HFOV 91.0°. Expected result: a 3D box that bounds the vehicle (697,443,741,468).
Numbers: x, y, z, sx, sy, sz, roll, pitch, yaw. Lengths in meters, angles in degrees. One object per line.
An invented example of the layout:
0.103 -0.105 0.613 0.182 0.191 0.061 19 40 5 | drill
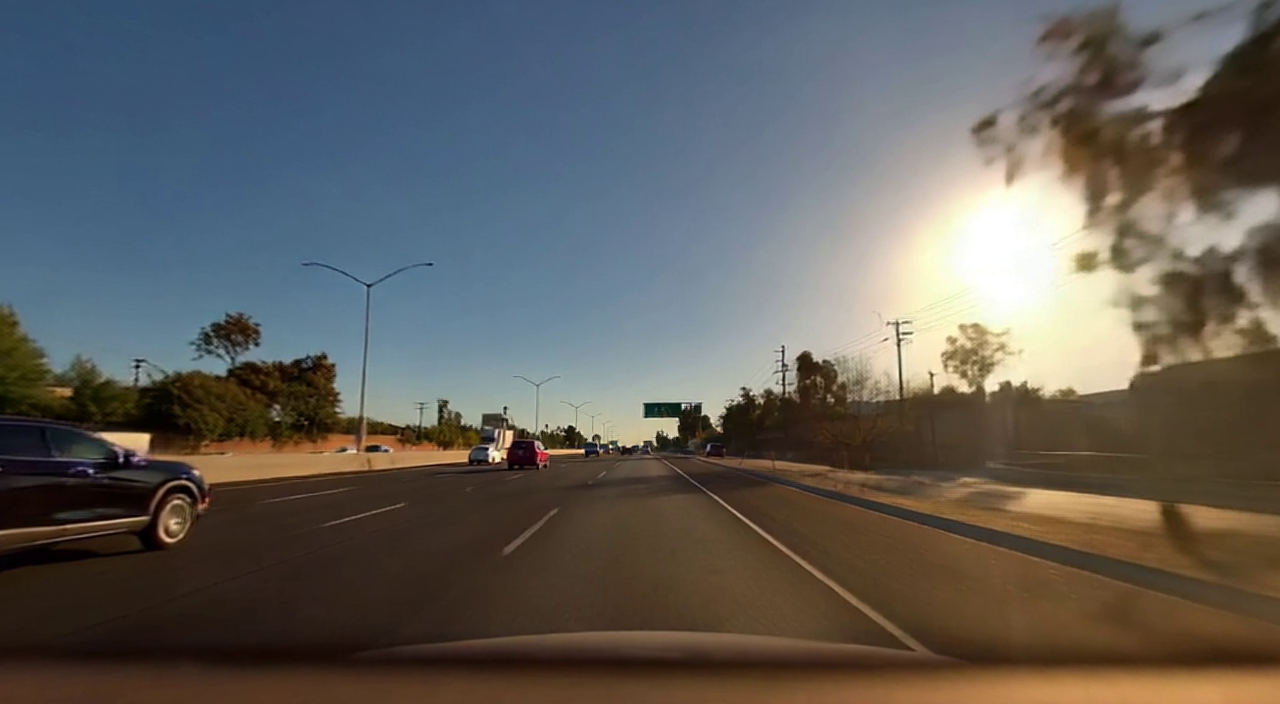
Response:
5.096 6.726 41.107 2.251 1.520 4.550 1 -9 0 | vehicle

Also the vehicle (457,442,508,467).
-9.953 6.503 40.095 2.042 1.485 4.395 1 -9 1 | vehicle

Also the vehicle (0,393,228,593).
-6.521 1.285 5.977 2.058 1.698 4.567 1 -9 0 | vehicle

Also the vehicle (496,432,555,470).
-6.214 5.448 34.753 2.255 1.934 4.868 1 -9 1 | vehicle
